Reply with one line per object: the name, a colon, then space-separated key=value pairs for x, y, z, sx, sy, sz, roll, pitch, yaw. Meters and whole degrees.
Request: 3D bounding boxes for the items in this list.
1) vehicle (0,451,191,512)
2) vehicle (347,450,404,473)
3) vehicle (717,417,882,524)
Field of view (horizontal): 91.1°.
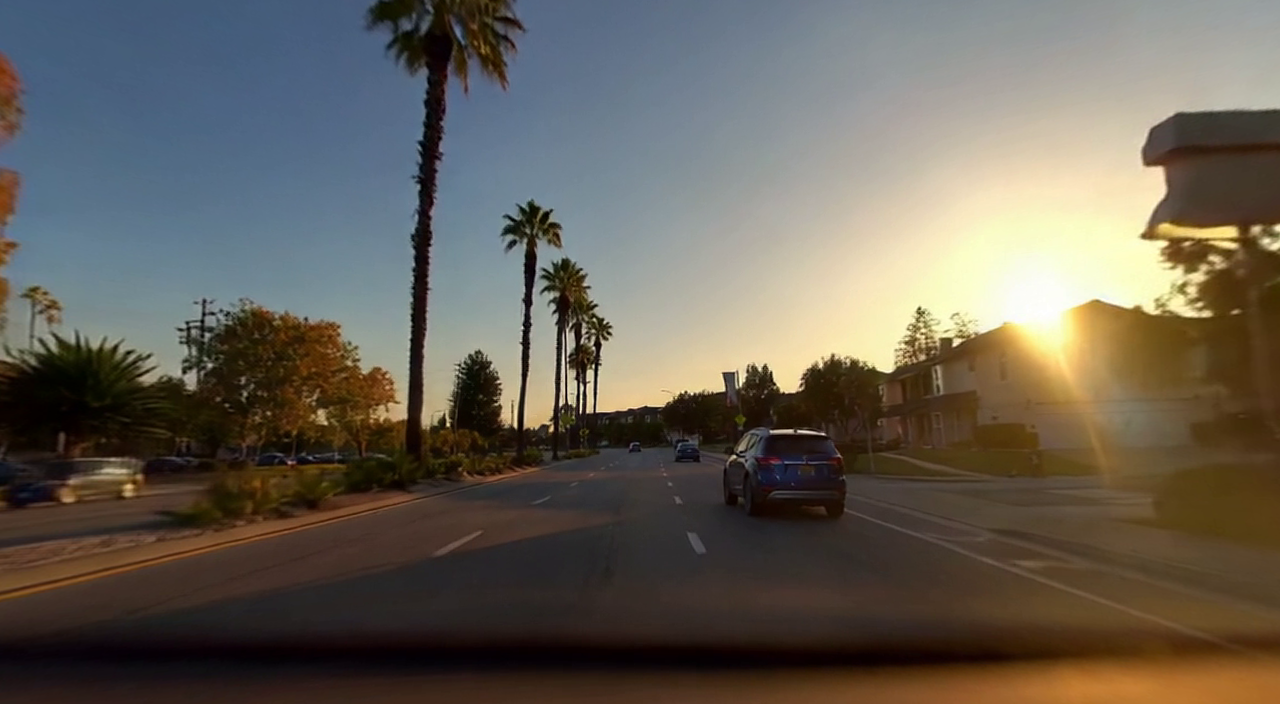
vehicle: x=-15.263 y=3.576 z=17.831 sx=2.018 sy=1.438 sz=4.448 roll=1 pitch=-8 yaw=-6
vehicle: x=-18.565 y=7.660 z=44.304 sx=1.900 sy=1.476 sz=4.746 roll=0 pitch=-8 yaw=1
vehicle: x=3.000 y=2.371 z=13.079 sx=2.195 sy=1.804 sz=4.658 roll=0 pitch=-8 yaw=0
